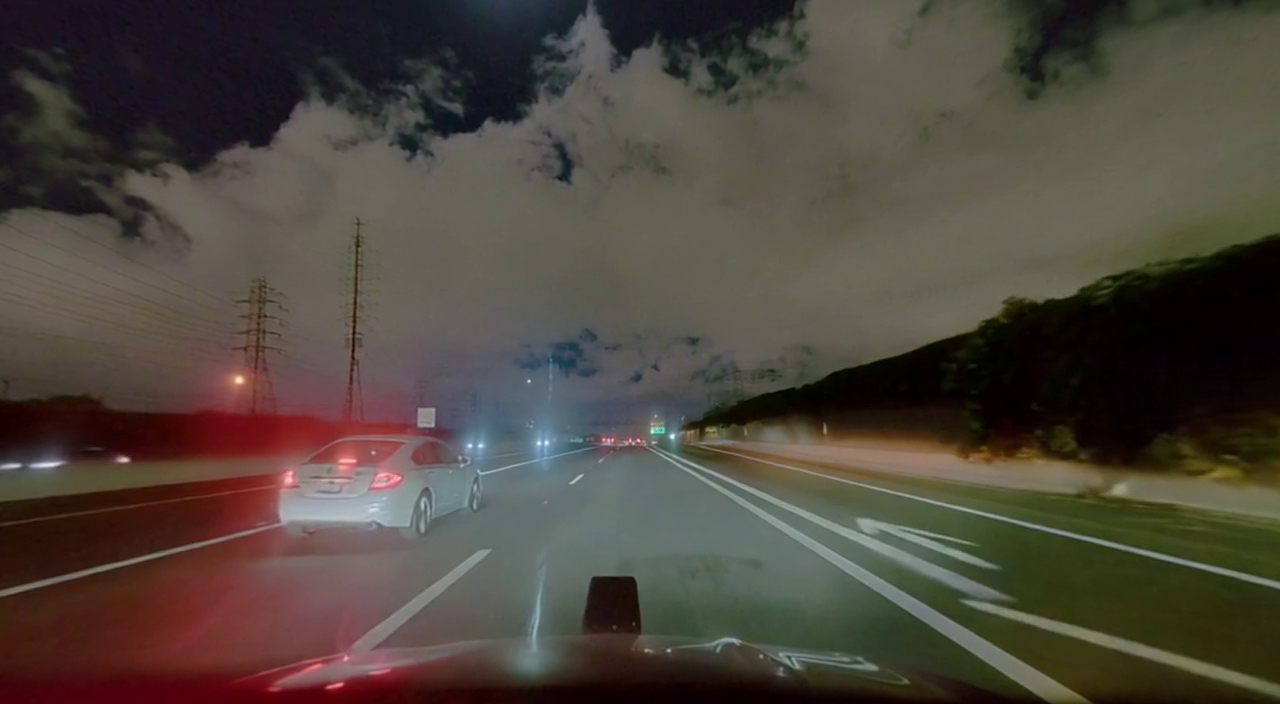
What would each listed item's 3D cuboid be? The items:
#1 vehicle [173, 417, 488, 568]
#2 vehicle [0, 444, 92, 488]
[{"bbox_3d":[-3.736,1.752,8.888,2.000,1.513,4.901,0,-8,-1],"label":"vehicle"},{"bbox_3d":[-22.594,4.093,22.879,1.732,1.431,4.093,0,-8,-1],"label":"vehicle"}]
